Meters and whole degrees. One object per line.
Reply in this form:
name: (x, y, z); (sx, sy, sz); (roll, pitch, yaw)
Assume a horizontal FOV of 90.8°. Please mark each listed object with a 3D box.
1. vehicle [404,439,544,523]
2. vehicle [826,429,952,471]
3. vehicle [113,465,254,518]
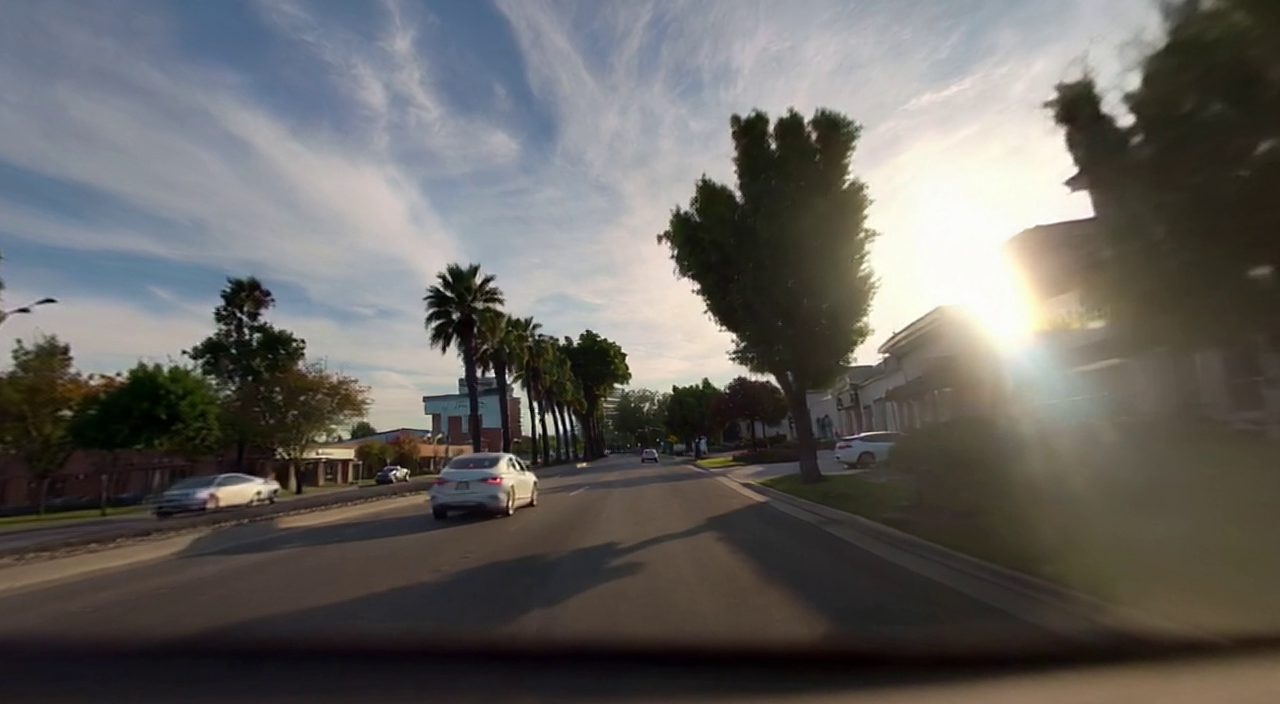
vehicle: (-3.862, 3.073, 15.692); (2.147, 1.745, 4.648); (0, -9, 1)
vehicle: (10.833, 4.300, 27.762); (4.577, 1.750, 2.115); (0, -9, 0)
vehicle: (-18.567, 5.657, 26.074); (2.073, 1.829, 4.870); (0, -9, 1)
